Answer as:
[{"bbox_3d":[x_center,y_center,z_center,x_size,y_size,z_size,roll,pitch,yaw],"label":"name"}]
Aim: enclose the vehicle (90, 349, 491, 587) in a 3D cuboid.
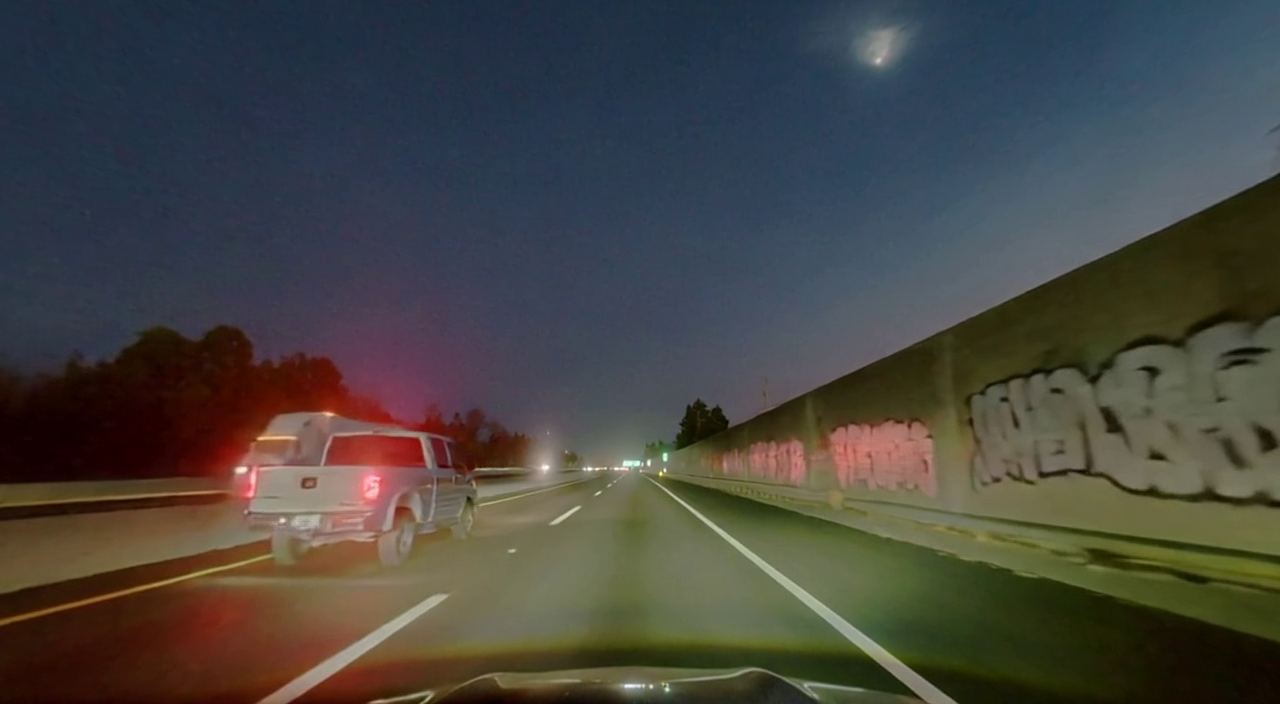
[{"bbox_3d":[-4.319,1.730,9.608,2.597,2.434,6.020,1,-11,0],"label":"vehicle"}]
